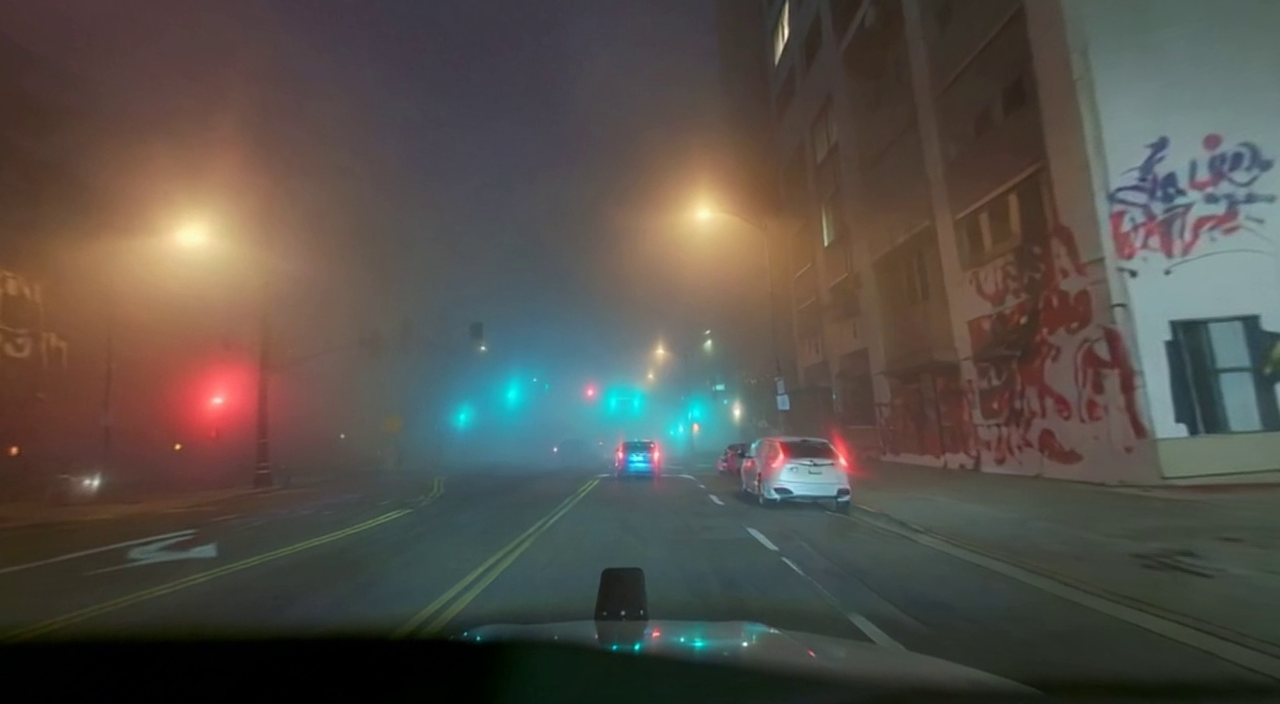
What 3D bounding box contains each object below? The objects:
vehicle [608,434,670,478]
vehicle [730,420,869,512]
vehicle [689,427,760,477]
[{"bbox_3d":[-0.029,3.931,23.998,2.153,1.505,4.452,0,-8,0],"label":"vehicle"},{"bbox_3d":[3.337,2.477,14.135,1.938,1.714,4.402,0,-8,-1],"label":"vehicle"},{"bbox_3d":[3.191,3.903,24.687,2.060,1.783,4.579,0,-8,-1],"label":"vehicle"}]
